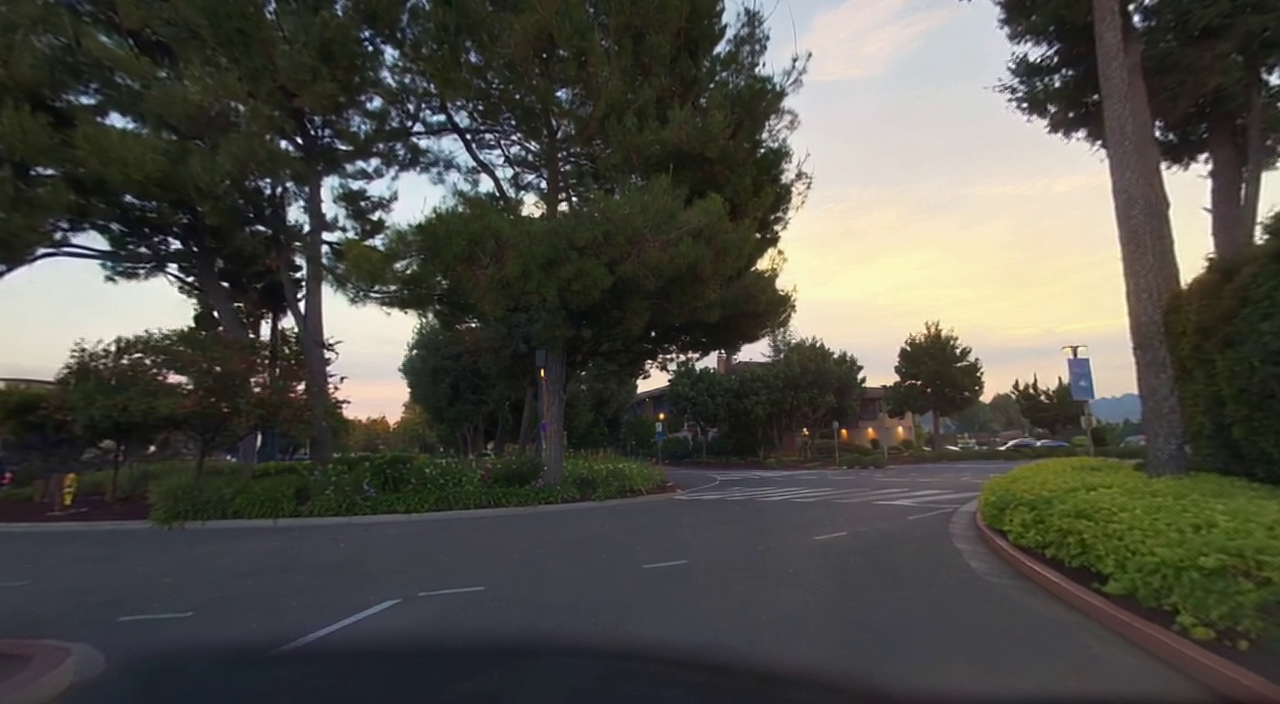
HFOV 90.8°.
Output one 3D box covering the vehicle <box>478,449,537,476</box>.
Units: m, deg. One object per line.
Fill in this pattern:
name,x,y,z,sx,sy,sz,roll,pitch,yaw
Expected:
vehicle,-9.104,7.499,43.073,2.019,1.672,4.490,6,-11,-40
